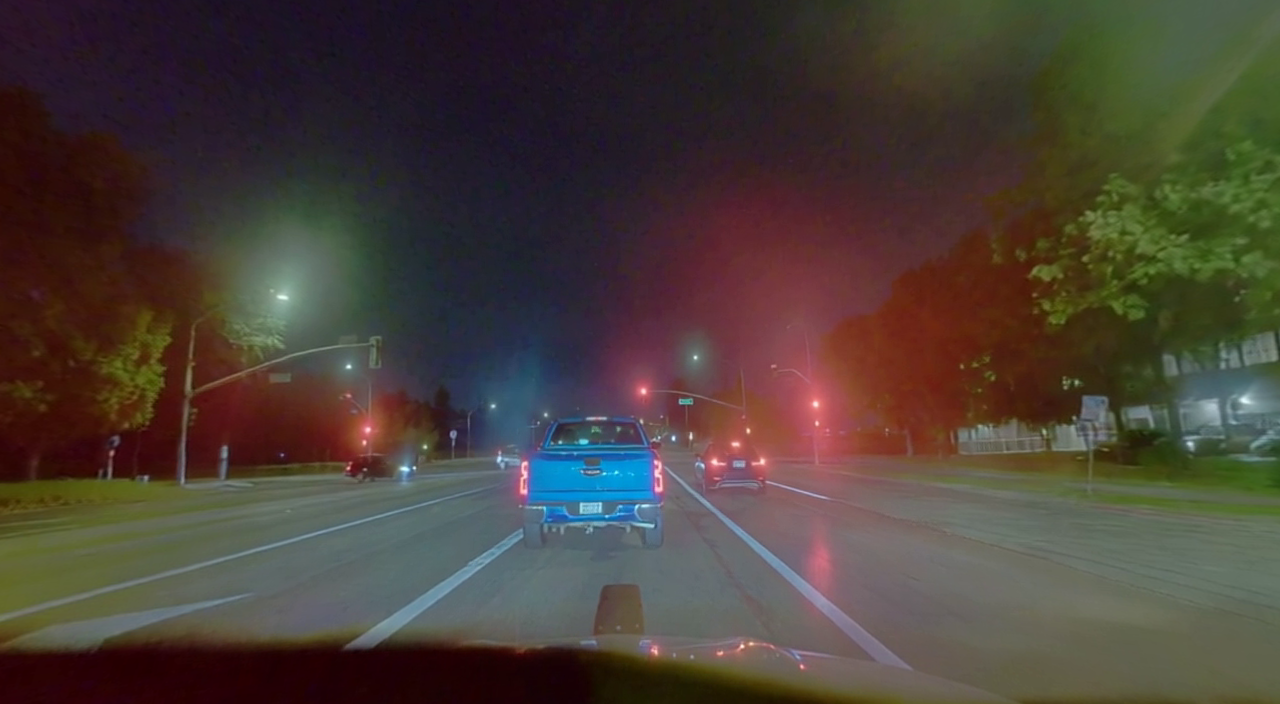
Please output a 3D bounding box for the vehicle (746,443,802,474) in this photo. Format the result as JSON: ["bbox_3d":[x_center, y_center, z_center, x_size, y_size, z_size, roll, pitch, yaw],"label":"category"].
[{"bbox_3d":[6.961,5.543,33.126,1.995,1.528,3.887,0,-8,-1],"label":"vehicle"}]

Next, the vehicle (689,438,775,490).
[{"bbox_3d":[2.853,3.604,20.680,2.073,1.484,4.437,0,-8,-1],"label":"vehicle"}]

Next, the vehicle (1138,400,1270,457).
[{"bbox_3d":[30.529,4.227,34.390,2.892,2.881,4.178,2,-9,-15],"label":"vehicle"}]

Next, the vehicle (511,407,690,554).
[{"bbox_3d":[-0.470,1.898,10.041,2.145,1.762,4.731,0,-8,0],"label":"vehicle"}]
